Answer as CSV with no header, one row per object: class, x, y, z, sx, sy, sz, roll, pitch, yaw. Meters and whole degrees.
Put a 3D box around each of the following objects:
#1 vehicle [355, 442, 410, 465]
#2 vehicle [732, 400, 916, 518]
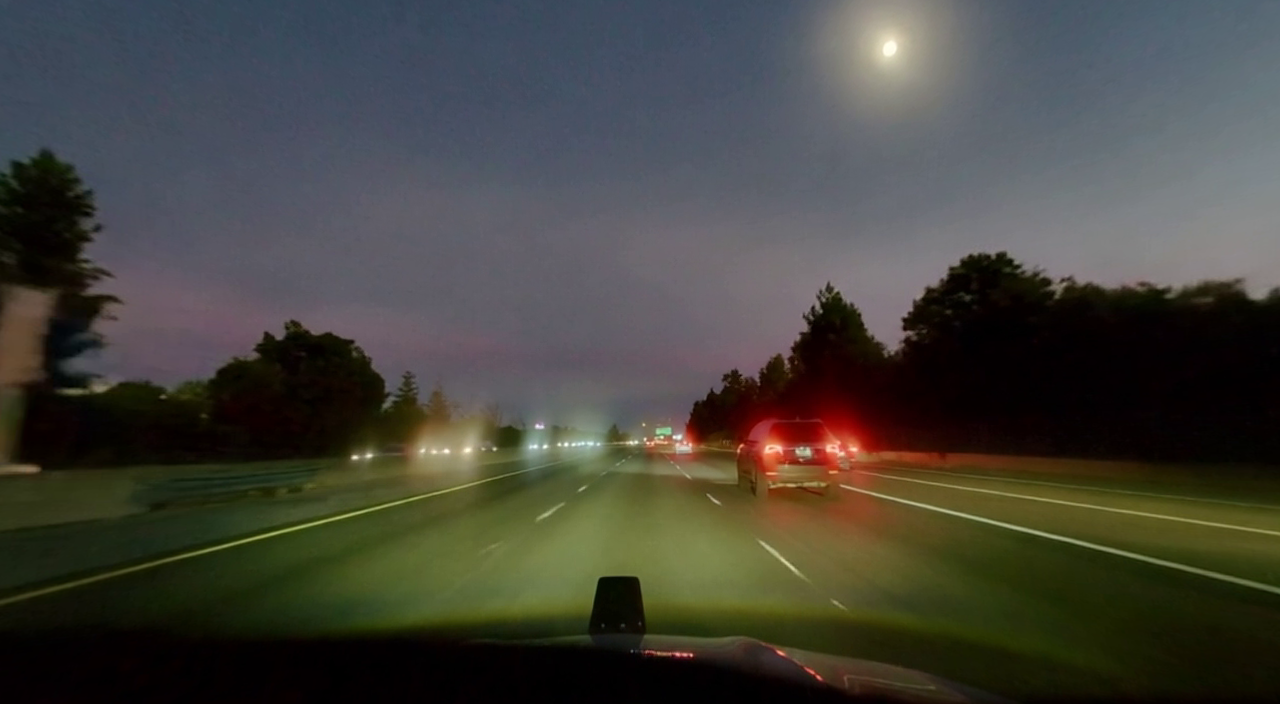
vehicle,-17.147,6.760,42.246,1.774,1.469,4.331,-1,-8,1
vehicle,3.519,2.202,13.504,2.218,1.964,5.662,0,-8,0
